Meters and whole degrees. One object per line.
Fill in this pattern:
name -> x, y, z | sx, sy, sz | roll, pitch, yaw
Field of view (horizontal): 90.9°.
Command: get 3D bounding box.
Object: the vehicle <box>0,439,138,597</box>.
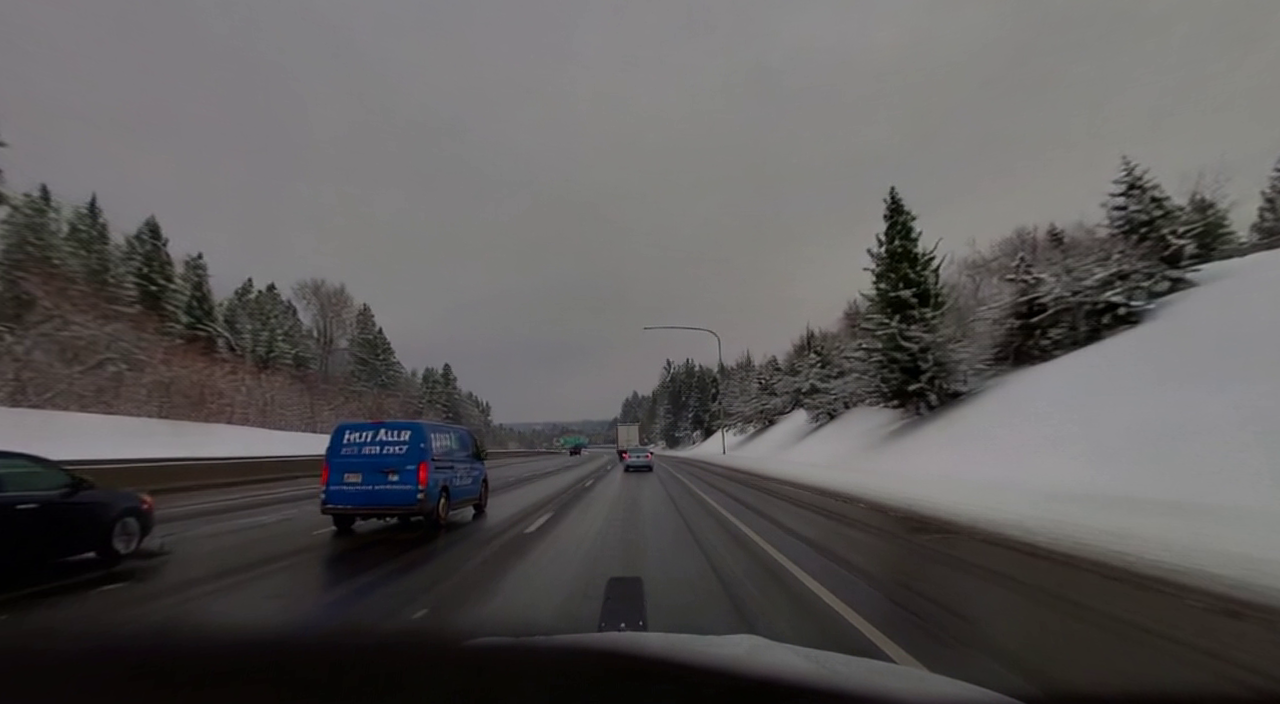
vehicle -> -7.077, 1.406, 4.965 | 2.253, 1.454, 4.828 | 0, -9, 1

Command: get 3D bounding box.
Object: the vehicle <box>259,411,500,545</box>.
vehicle -> -4.214, 2.143, 11.405 | 2.174, 1.862, 5.012 | 0, -9, 0

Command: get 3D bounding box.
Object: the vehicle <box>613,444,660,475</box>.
vehicle -> -0.163, 5.401, 31.899 | 2.238, 1.479, 3.672 | 0, -9, 1
